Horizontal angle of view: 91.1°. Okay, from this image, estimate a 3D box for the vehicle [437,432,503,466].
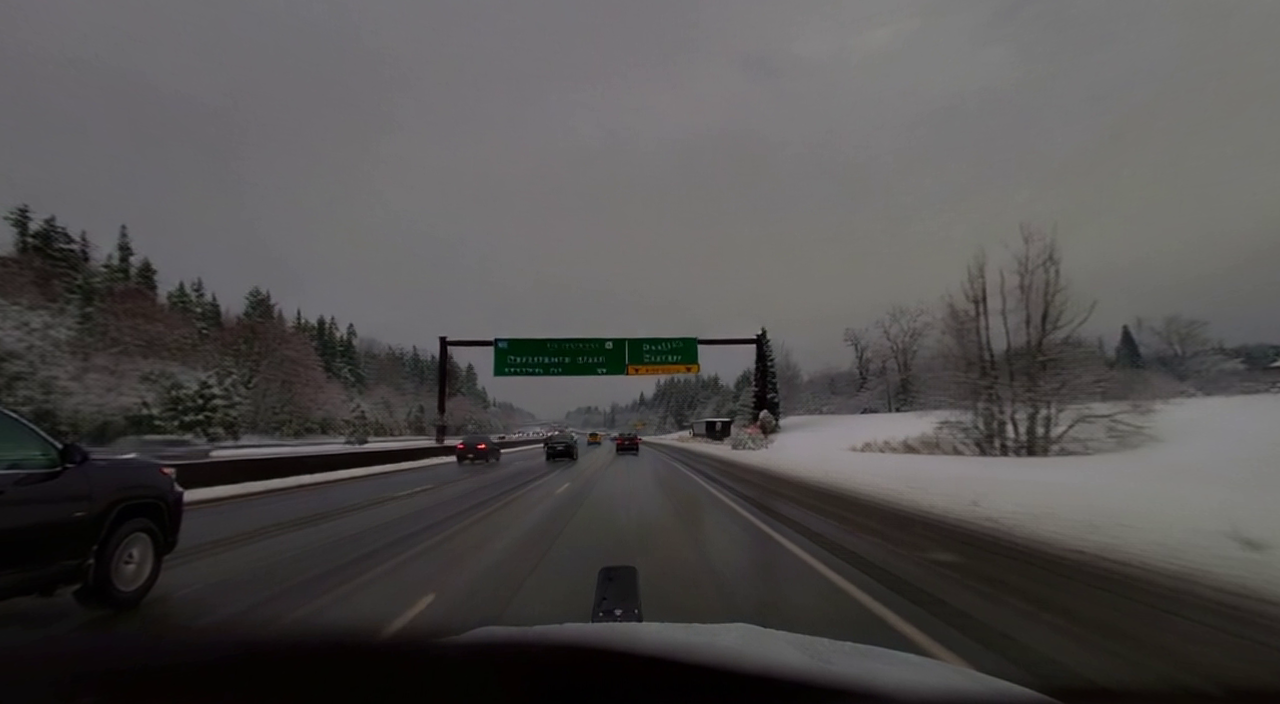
[{"bbox_3d":[-8.374,4.794,31.465,1.953,1.524,4.863,0,-8,0],"label":"vehicle"}]

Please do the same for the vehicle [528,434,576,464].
[{"bbox_3d":[-4.497,4.980,32.697,1.909,1.445,4.087,0,-8,0],"label":"vehicle"}]

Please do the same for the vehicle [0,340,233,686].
[{"bbox_3d":[-4.377,0.814,3.005,1.971,1.822,4.366,0,-8,-1],"label":"vehicle"}]

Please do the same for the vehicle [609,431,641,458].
[{"bbox_3d":[-0.944,5.888,40.278,2.002,1.611,3.778,0,-8,-1],"label":"vehicle"}]
